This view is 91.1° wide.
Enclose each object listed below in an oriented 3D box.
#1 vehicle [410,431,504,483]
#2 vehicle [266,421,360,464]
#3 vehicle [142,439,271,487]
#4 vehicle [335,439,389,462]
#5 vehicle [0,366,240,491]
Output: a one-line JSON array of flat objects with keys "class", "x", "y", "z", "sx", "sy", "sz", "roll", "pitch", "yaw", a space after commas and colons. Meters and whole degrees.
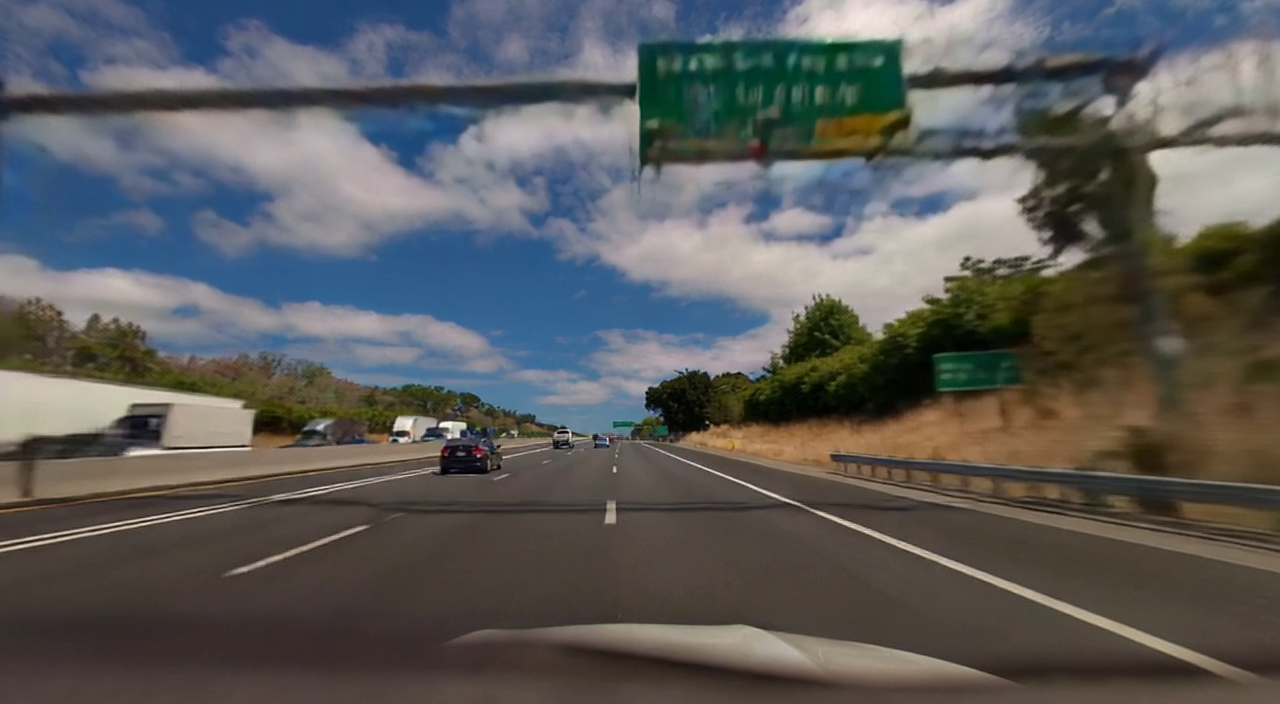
[{"class": "vehicle", "x": -5.963, "y": 3.449, "z": 21.034, "sx": 1.953, "sy": 1.550, "sz": 4.167, "roll": 0, "pitch": -8, "yaw": -1}, {"class": "vehicle", "x": -22.983, "y": 6.395, "z": 44.722, "sx": 3.016, "sy": 2.733, "sz": 7.070, "roll": 0, "pitch": -8, "yaw": -1}, {"class": "vehicle", "x": -14.765, "y": 3.756, "z": 21.686, "sx": 1.775, "sy": 1.440, "sz": 3.806, "roll": 0, "pitch": -8, "yaw": -1}, {"class": "vehicle", "x": -19.227, "y": 6.810, "z": 43.626, "sx": 1.858, "sy": 1.457, "sz": 4.357, "roll": 0, "pitch": -8, "yaw": -1}, {"class": "vehicle", "x": -22.071, "y": 3.027, "z": 23.920, "sx": 3.348, "sy": 3.923, "sz": 16.919, "roll": -1, "pitch": -8, "yaw": -2}]
